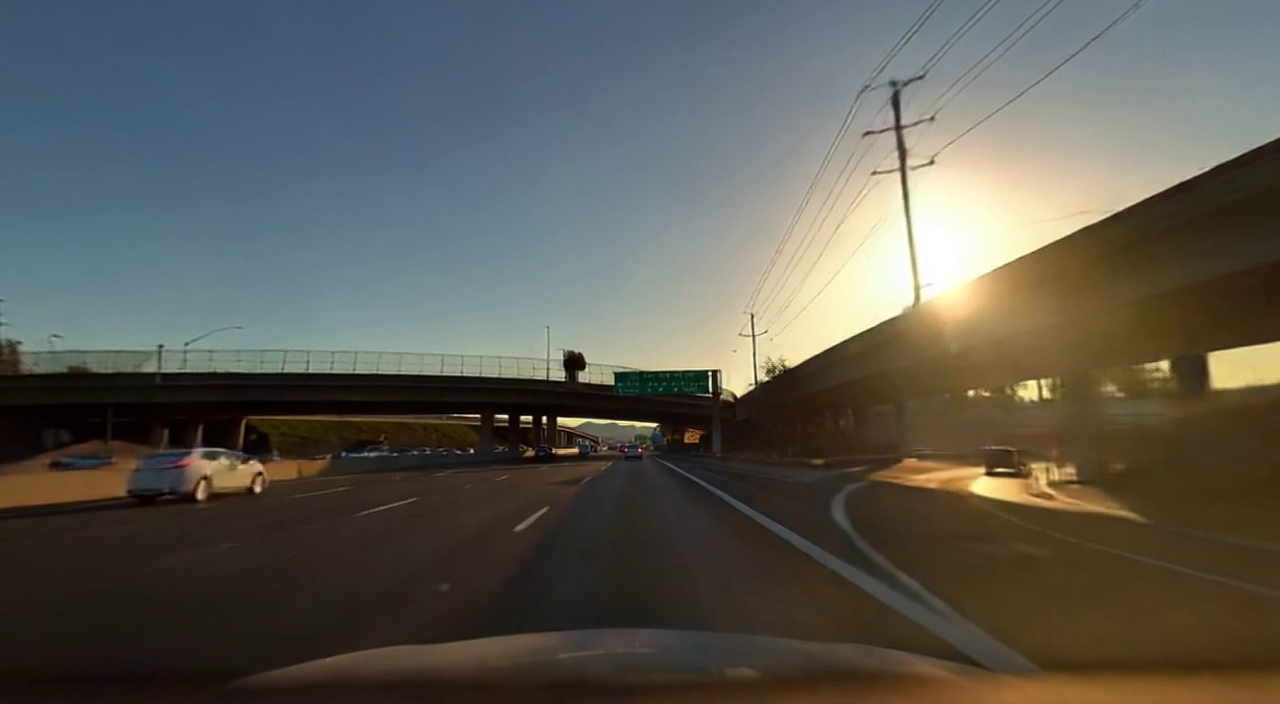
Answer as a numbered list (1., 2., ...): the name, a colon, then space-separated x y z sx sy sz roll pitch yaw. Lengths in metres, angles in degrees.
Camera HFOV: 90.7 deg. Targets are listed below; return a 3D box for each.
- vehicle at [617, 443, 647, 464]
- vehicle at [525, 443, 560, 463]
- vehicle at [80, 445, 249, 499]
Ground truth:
1. vehicle: -0.614 7.416 46.503 2.086 1.472 4.168 0 -8 -2
2. vehicle: -7.441 7.755 48.793 1.994 1.487 4.605 0 -8 0
3. vehicle: -14.768 3.711 20.061 1.969 1.486 4.395 0 -8 -1
